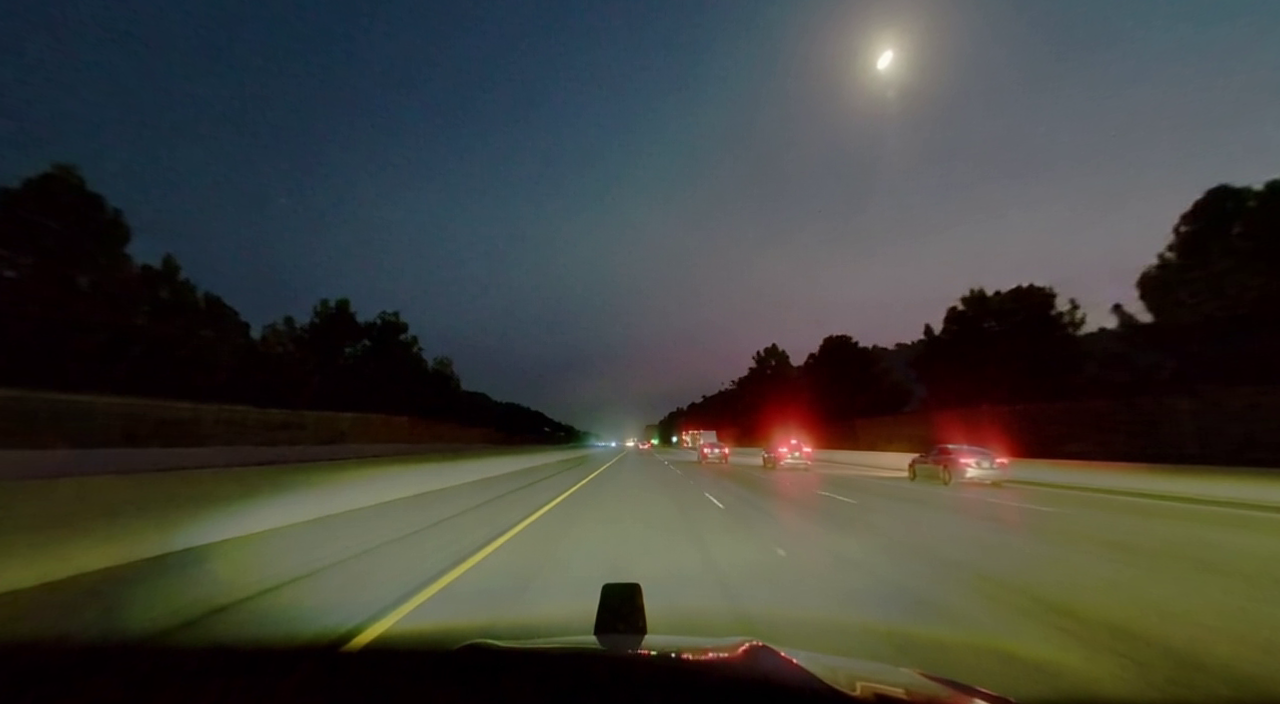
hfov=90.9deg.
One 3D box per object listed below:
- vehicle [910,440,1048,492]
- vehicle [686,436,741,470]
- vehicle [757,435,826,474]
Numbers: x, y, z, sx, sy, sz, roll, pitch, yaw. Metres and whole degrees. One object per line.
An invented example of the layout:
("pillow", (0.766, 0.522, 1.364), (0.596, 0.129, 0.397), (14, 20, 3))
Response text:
("vehicle", (10.679, 3.600, 20.332), (1.970, 1.479, 4.480), (0, -8, 0))
("vehicle", (3.799, 5.312, 33.295), (2.326, 1.644, 4.206), (0, -8, -1))
("vehicle", (7.230, 4.929, 30.612), (2.178, 1.749, 4.570), (0, -8, -1))
